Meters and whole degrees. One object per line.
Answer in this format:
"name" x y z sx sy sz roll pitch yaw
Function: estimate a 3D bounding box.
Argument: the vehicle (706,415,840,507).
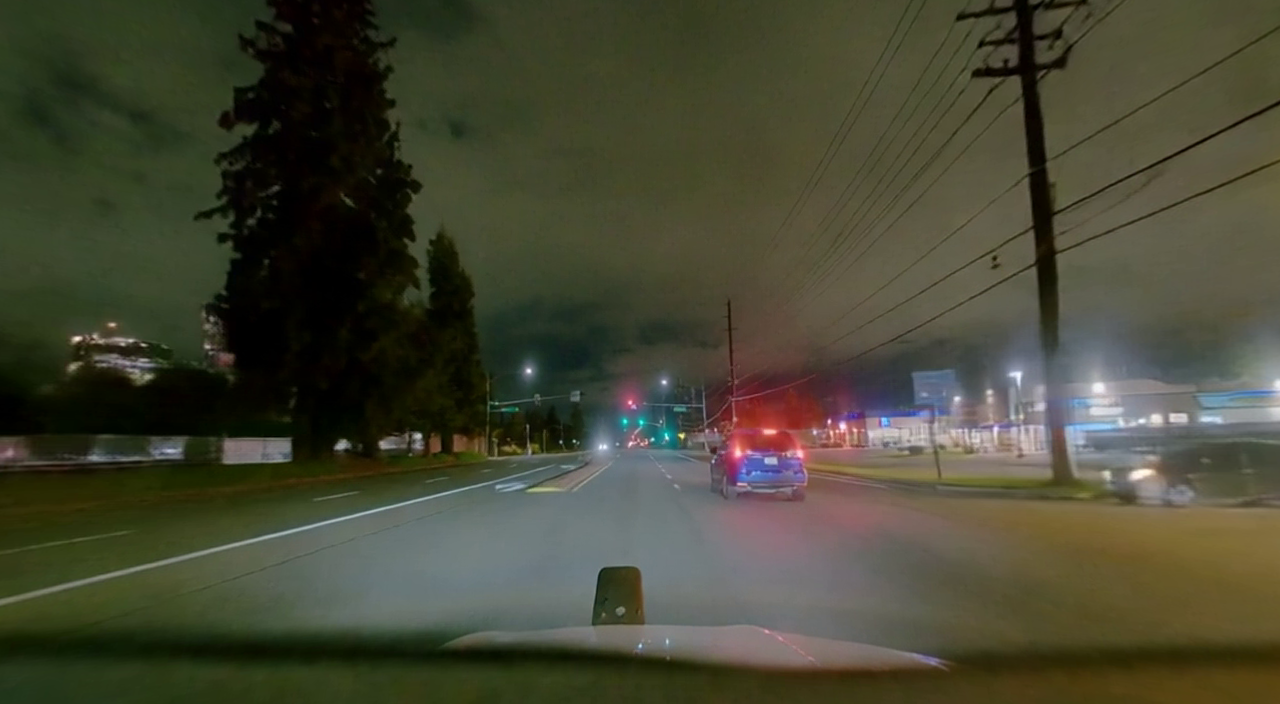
"vehicle" 2.924 2.533 15.125 2.060 1.820 4.713 0 -8 -2

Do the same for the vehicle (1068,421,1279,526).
"vehicle" 11.736 2.339 12.631 4.801 1.802 2.022 -2 -9 -2
